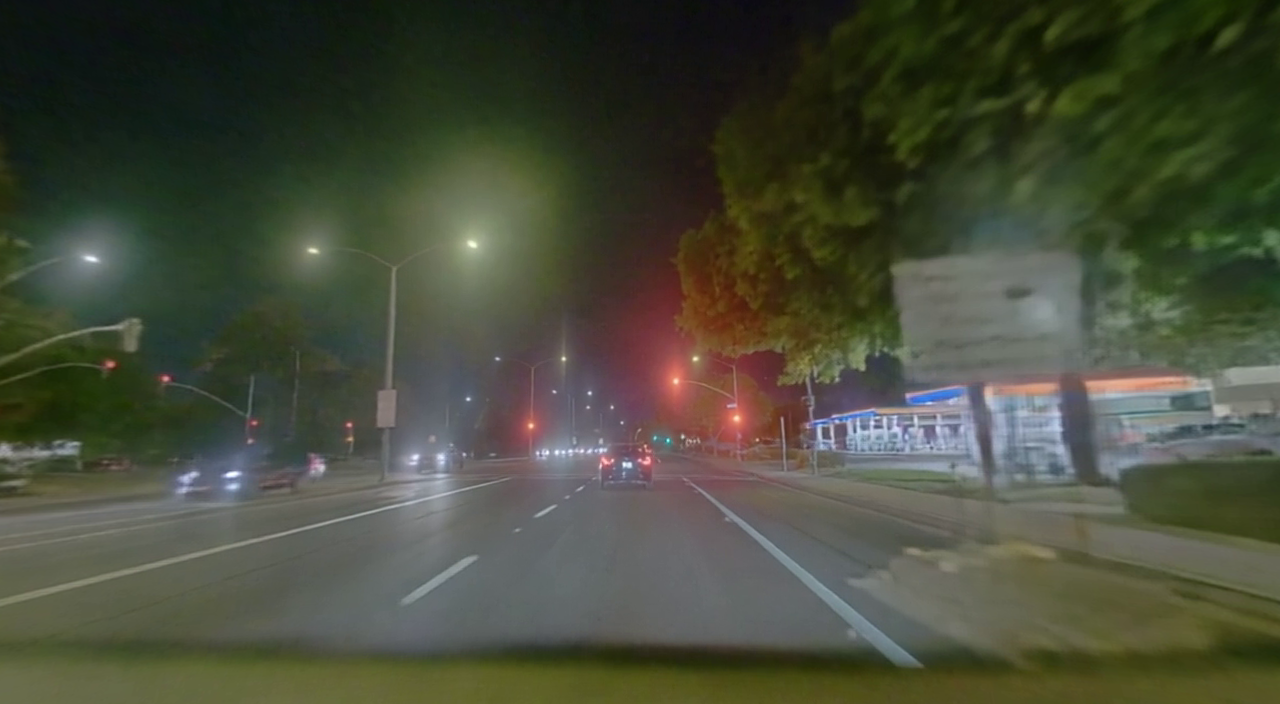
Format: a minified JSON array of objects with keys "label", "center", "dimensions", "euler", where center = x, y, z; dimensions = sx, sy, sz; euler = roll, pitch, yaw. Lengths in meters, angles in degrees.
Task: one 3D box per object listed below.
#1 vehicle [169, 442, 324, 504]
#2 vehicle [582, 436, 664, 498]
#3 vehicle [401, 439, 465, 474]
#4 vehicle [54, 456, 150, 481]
[{"label":"vehicle","center":[-12.124,3.710,19.845],"dimensions":[1.999,1.695,4.334],"euler":[0,-9,1]},{"label":"vehicle","center":[-0.429,3.230,18.093],"dimensions":[2.062,1.519,4.214],"euler":[0,-8,0]},{"label":"vehicle","center":[-12.639,6.386,38.810],"dimensions":[2.161,1.950,4.962],"euler":[0,-8,1]},{"label":"vehicle","center":[-35.234,7.654,41.312],"dimensions":[4.377,1.521,1.965],"euler":[1,-8,-3]}]
